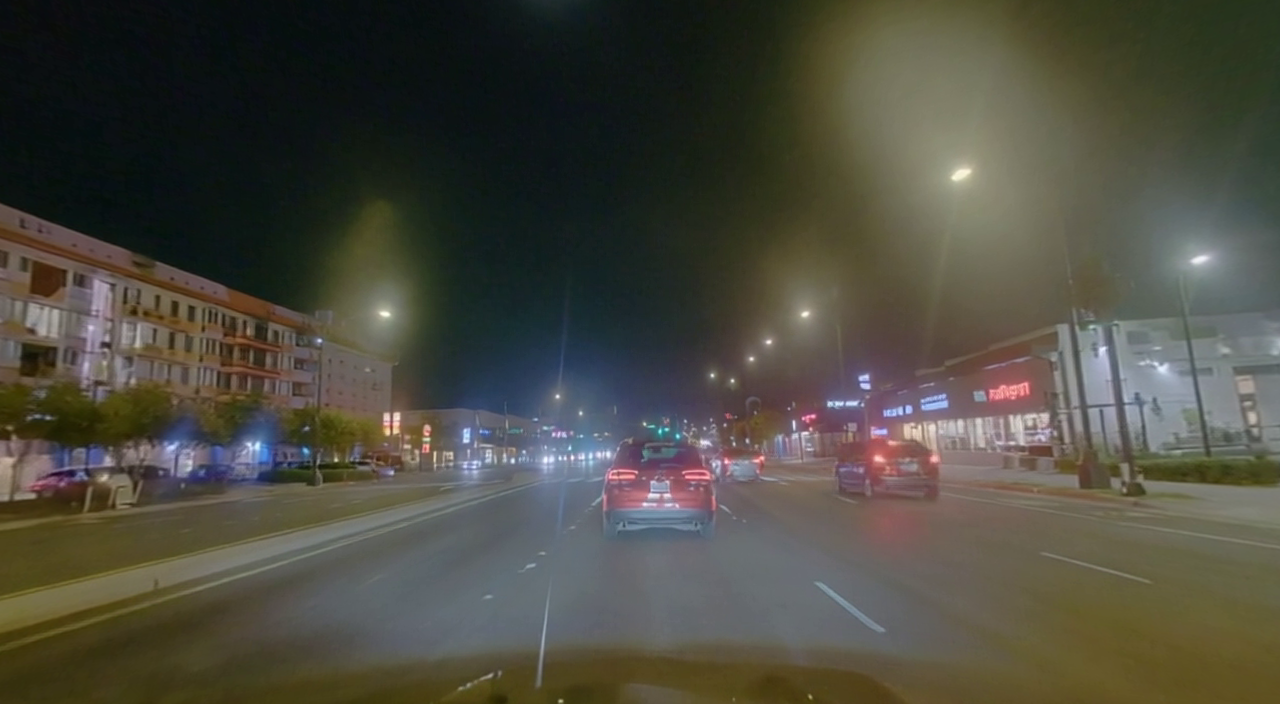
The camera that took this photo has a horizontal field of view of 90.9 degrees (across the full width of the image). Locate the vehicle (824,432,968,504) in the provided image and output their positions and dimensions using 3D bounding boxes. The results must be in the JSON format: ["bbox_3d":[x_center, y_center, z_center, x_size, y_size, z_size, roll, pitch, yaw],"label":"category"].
[{"bbox_3d":[6.437,2.951,16.474,2.086,1.627,4.294,-1,-8,2],"label":"vehicle"}]

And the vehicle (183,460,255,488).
[{"bbox_3d":[-27.871,8.067,41.848,1.861,1.578,4.152,0,-8,1],"label":"vehicle"}]

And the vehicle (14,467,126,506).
[{"bbox_3d":[-28.685,6.757,31.910,2.018,1.716,4.042,-1,-10,-5],"label":"vehicle"}]

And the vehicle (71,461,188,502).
[{"bbox_3d":[-25.874,6.524,32.213,2.026,1.808,4.835,0,-9,-2],"label":"vehicle"}]

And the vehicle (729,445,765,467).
[{"bbox_3d":[7.630,7.438,45.323,1.900,1.507,4.151,0,-8,0],"label":"vehicle"}]

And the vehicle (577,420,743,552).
[{"bbox_3d":[0.235,2.010,10.104,2.125,1.669,3.880,0,-8,-1],"label":"vehicle"}]
